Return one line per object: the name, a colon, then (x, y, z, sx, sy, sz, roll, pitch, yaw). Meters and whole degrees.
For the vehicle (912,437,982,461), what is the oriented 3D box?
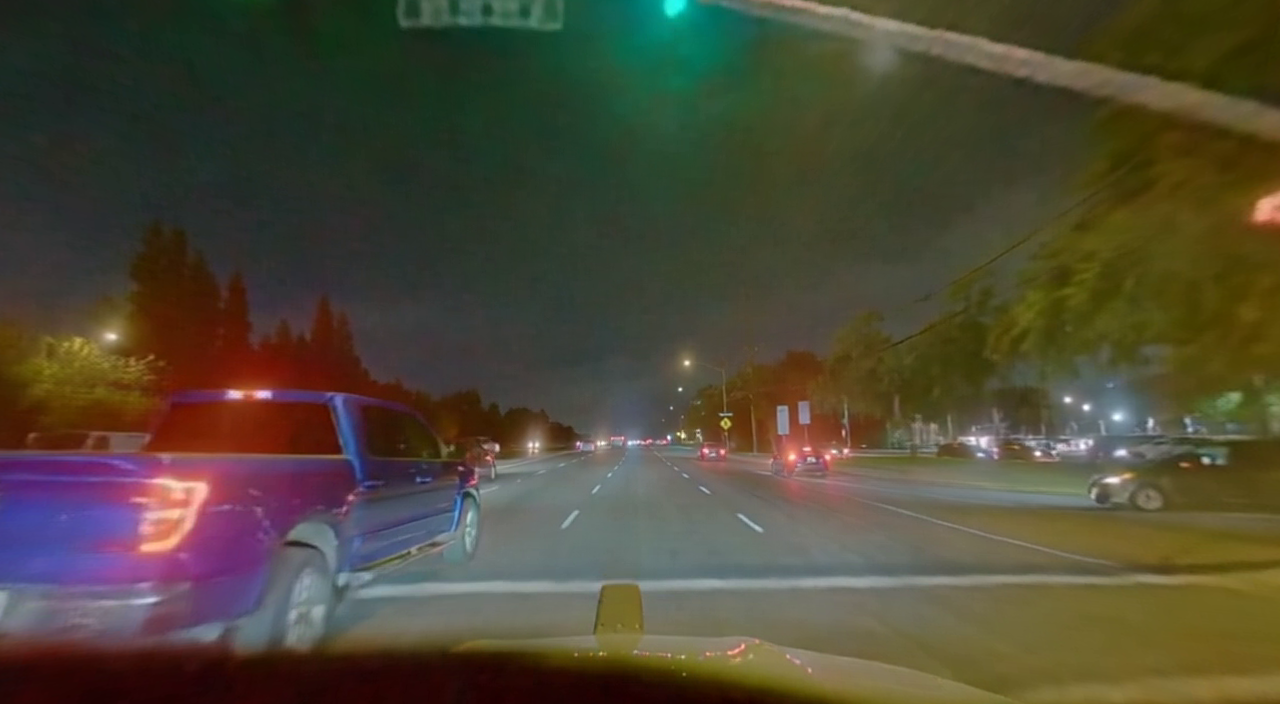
vehicle: (21.998, 6.978, 45.472, 1.860, 1.597, 4.261, 3, -9, -23)

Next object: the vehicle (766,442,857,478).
vehicle: (7.442, 4.710, 27.902, 1.840, 1.428, 4.602, 2, -9, -14)

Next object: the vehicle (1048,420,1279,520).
vehicle: (11.554, 2.310, 12.698, 2.150, 1.735, 5.106, 4, -10, -28)

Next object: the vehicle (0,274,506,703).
vehicle: (-3.071, 1.112, 5.516, 2.467, 1.991, 6.089, 0, -8, 0)

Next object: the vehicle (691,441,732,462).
vehicle: (4.994, 7.048, 44.896, 2.071, 1.435, 4.226, 1, -9, -5)
